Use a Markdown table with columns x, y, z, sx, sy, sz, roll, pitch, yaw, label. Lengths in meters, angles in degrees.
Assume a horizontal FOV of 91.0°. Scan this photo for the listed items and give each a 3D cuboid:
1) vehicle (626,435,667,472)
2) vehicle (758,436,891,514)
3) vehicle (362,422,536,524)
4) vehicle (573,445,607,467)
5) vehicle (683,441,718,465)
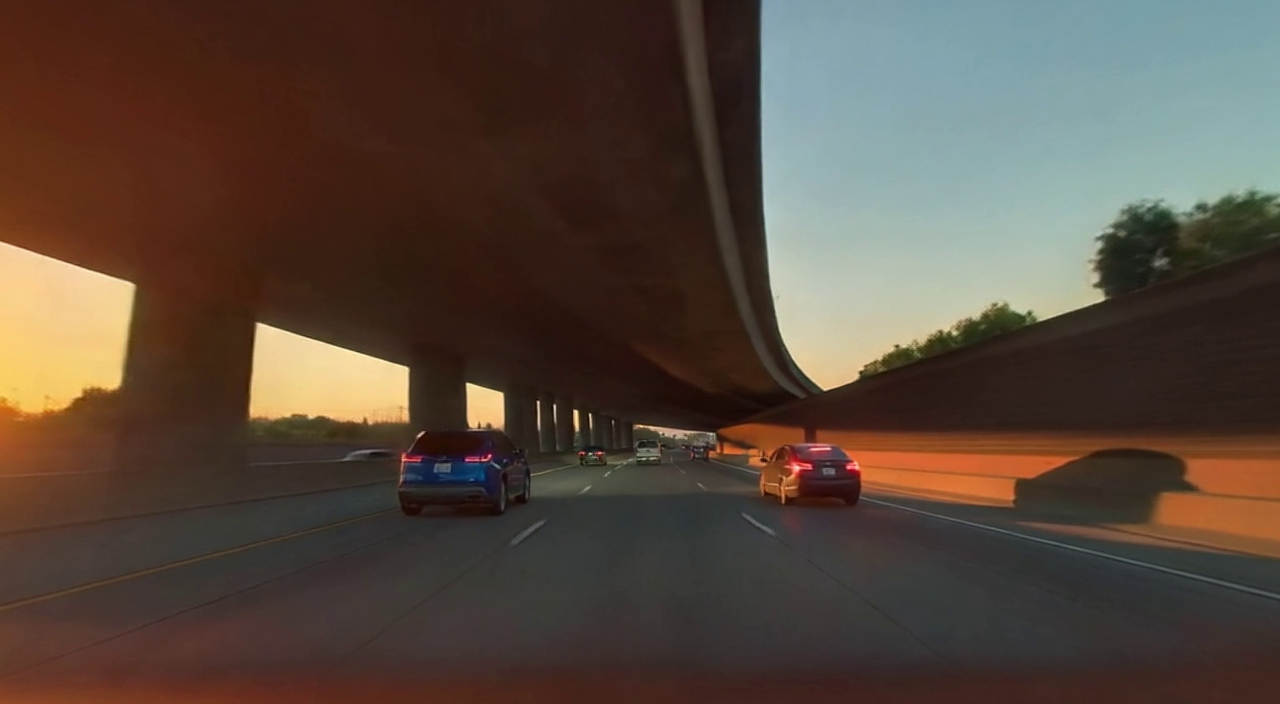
| x | y | z | sx | sy | sz | roll | pitch | yaw | label |
| --- | --- | --- | --- | --- | --- | --- | --- | --- | --- |
| 0.365 | 5.744 | 35.745 | 2.155 | 1.909 | 4.529 | 0 | -9 | 0 | vehicle |
| 4.066 | 2.765 | 14.600 | 1.959 | 1.554 | 3.795 | 0 | -9 | 1 | vehicle |
| -3.685 | 2.438 | 13.196 | 2.089 | 1.751 | 4.515 | 0 | -9 | 2 | vehicle |
| -3.553 | 7.468 | 45.316 | 1.994 | 1.475 | 4.171 | 0 | -9 | 1 | vehicle |
| 4.611 | 7.818 | 48.818 | 2.231 | 1.807 | 4.588 | 0 | -9 | 0 | vehicle |
